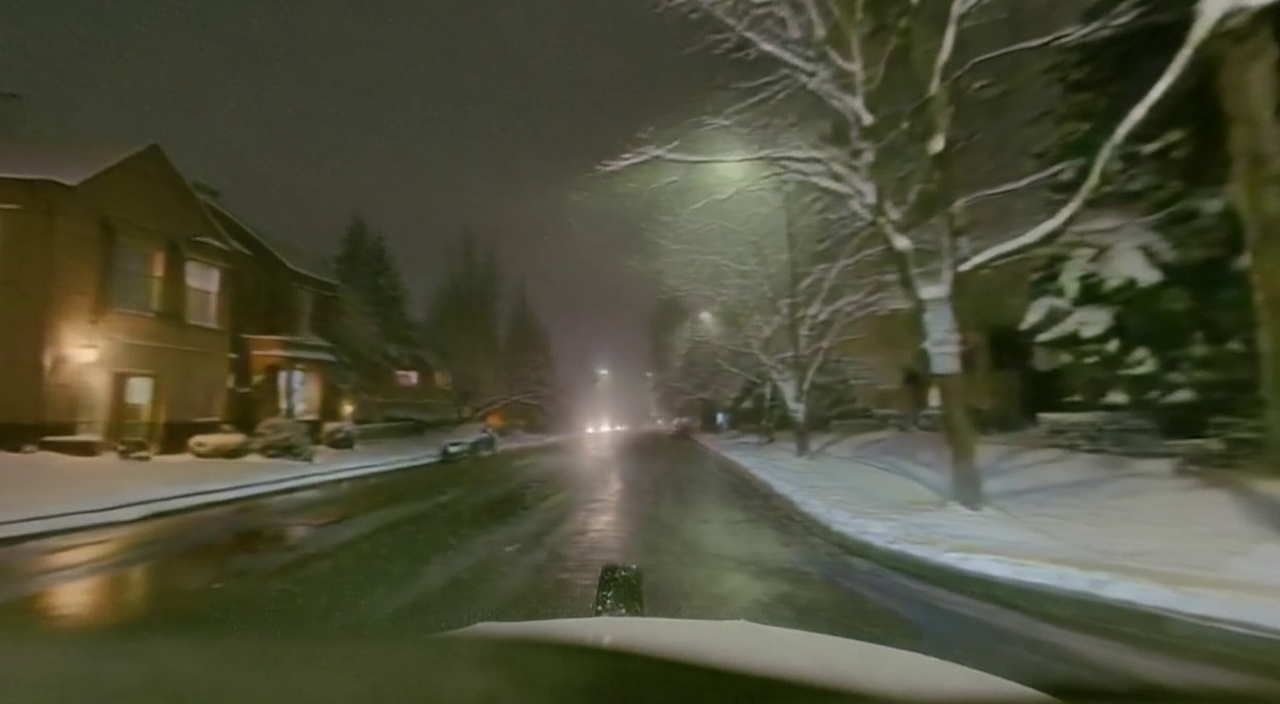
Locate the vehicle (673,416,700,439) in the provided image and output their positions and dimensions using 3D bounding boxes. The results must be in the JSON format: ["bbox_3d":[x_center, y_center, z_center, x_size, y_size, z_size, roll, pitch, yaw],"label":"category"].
[{"bbox_3d":[3.609,5.953,49.473,2.018,1.665,4.226,0,-8,3],"label":"vehicle"}]

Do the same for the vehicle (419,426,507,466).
[{"bbox_3d":[-7.075,3.807,25.738,1.954,1.490,4.292,-1,-8,6],"label":"vehicle"}]
